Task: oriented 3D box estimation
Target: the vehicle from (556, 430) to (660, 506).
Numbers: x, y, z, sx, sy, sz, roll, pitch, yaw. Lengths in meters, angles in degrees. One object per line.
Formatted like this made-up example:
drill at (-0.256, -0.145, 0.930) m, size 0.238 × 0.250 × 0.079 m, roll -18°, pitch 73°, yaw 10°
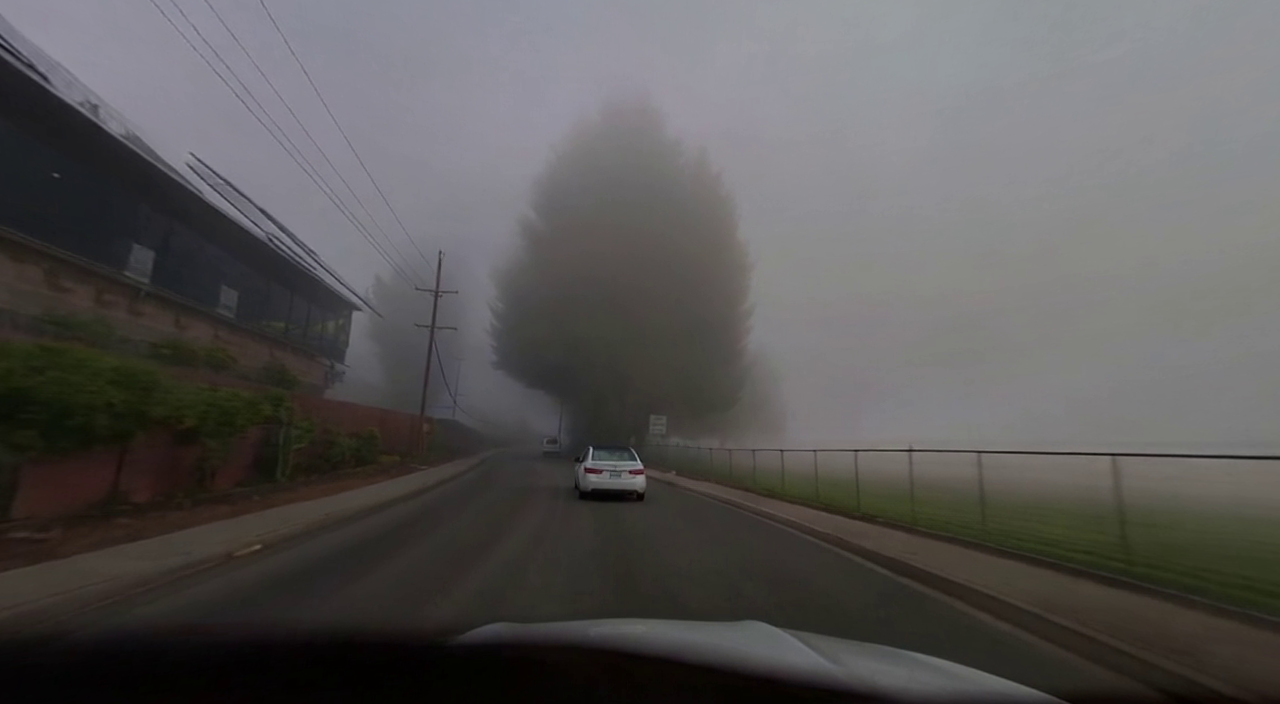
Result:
vehicle at (-0.844, 2.630, 14.603) m, size 2.060 × 1.487 × 3.920 m, roll 1°, pitch -9°, yaw -6°
